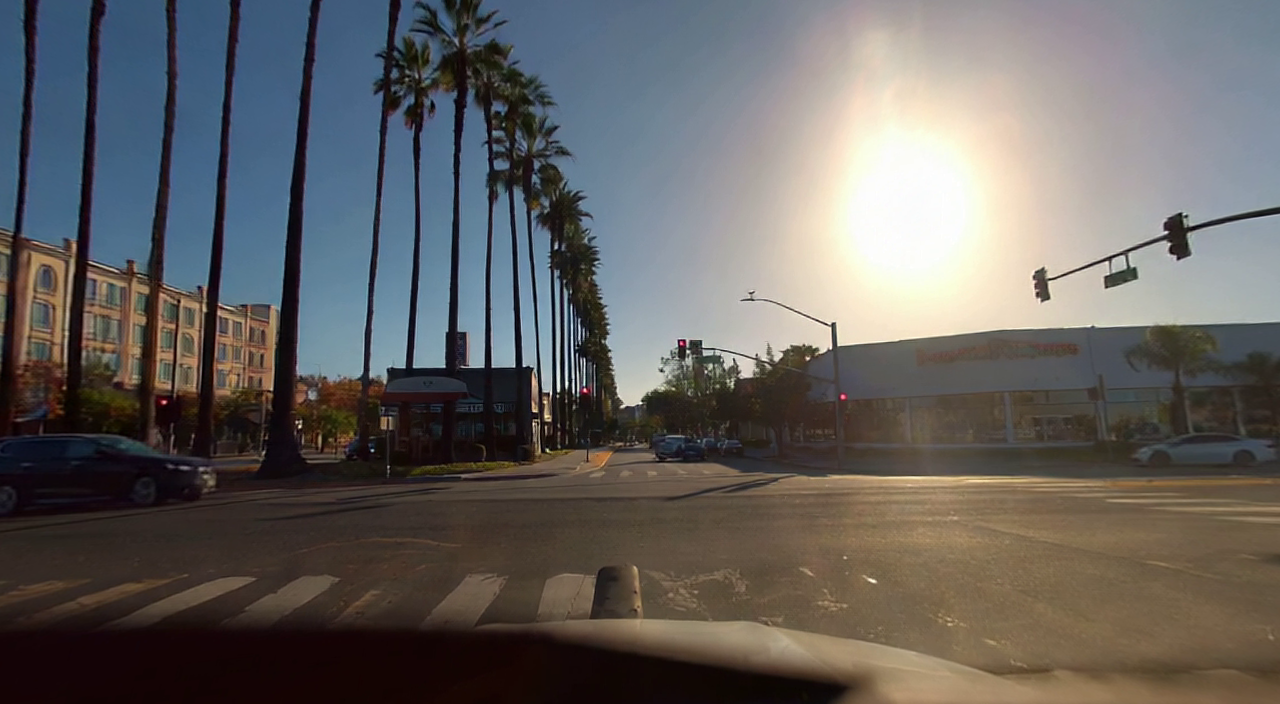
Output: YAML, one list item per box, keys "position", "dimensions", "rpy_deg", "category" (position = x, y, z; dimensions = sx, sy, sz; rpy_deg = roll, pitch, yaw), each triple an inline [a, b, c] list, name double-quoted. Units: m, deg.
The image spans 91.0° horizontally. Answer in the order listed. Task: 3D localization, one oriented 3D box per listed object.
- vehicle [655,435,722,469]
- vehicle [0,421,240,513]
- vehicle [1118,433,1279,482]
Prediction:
- position: [2.639, 5.256, 33.273]
  dimensions: [1.999, 1.653, 4.603]
  rpy_deg: [-4, -9, 25]
  category: "vehicle"
- position: [-13.093, 2.664, 14.850]
  dimensions: [5.619, 1.951, 2.321]
  rpy_deg: [0, -8, -3]
  category: "vehicle"
- position: [21.648, 4.015, 24.126]
  dimensions: [4.722, 1.717, 2.000]
  rpy_deg: [-2, -9, 15]
  category: "vehicle"
